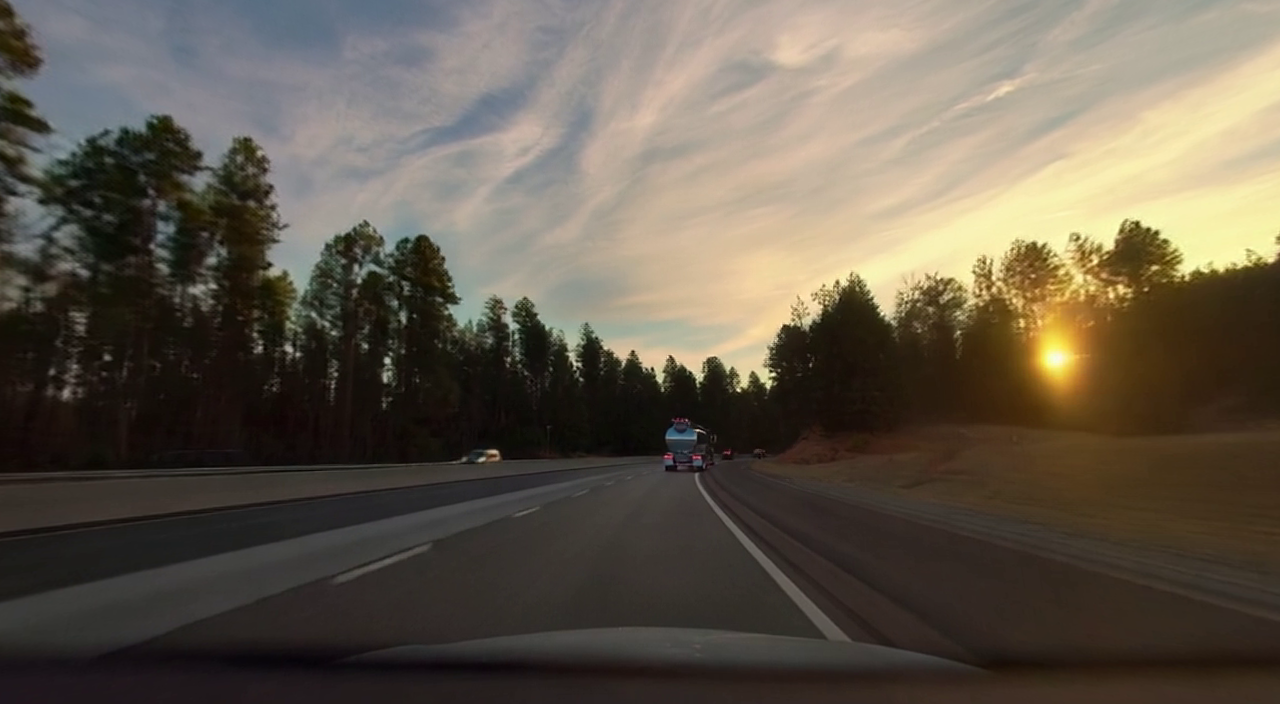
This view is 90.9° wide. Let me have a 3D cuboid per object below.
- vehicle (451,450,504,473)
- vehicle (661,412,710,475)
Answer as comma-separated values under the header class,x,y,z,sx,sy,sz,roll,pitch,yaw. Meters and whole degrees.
class,x,y,z,sx,sy,sz,roll,pitch,yaw
vehicle,-11.299,7.625,44.236,2.035,1.503,4.579,-1,-8,8
vehicle,3.403,6.433,44.351,2.907,3.747,13.318,0,-8,6
